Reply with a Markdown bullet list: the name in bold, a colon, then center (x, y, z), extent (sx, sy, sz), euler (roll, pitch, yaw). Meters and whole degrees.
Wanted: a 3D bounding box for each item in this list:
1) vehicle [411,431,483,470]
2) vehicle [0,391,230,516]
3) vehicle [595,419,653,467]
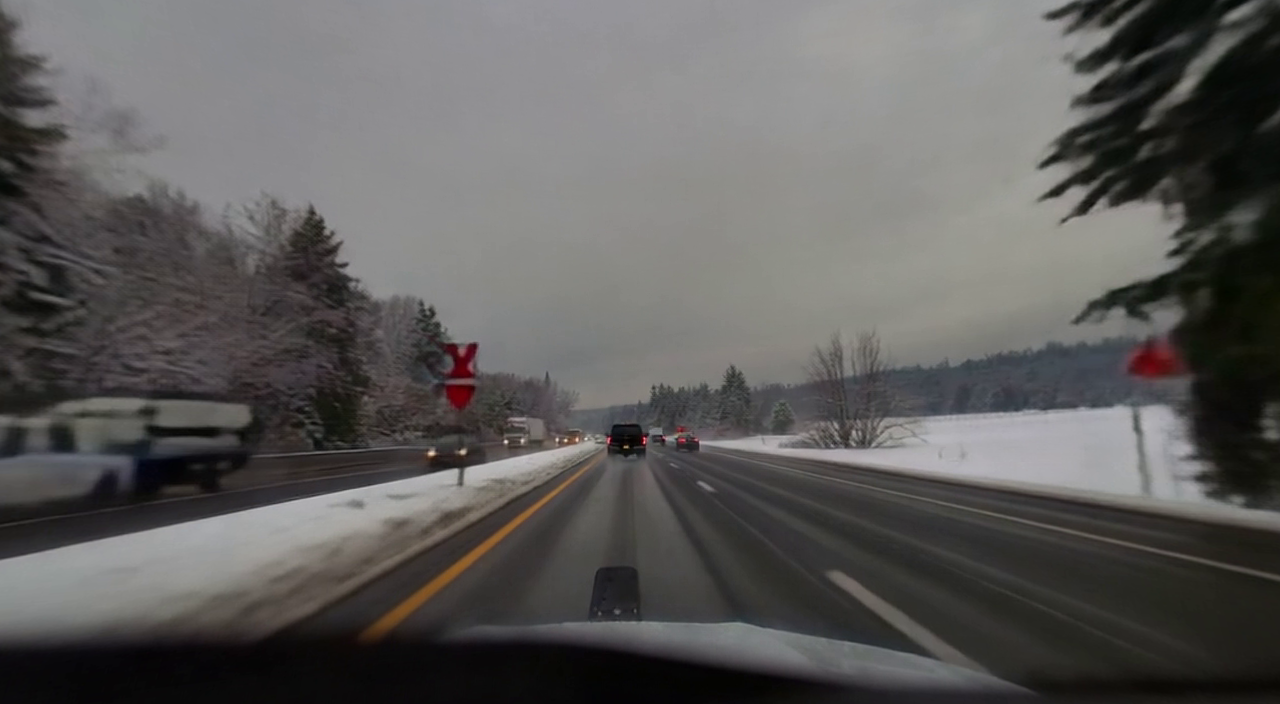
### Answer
- **vehicle**: center (-9.176, 4.727, 30.405), extent (2.020, 1.712, 4.717), euler (0, -8, -1)
- **vehicle**: center (-13.702, 2.597, 16.578), extent (2.532, 2.792, 4.713), euler (0, -8, -1)
- **vehicle**: center (-0.745, 4.227, 29.353), extent (2.503, 2.044, 4.633), euler (0, -8, -2)
